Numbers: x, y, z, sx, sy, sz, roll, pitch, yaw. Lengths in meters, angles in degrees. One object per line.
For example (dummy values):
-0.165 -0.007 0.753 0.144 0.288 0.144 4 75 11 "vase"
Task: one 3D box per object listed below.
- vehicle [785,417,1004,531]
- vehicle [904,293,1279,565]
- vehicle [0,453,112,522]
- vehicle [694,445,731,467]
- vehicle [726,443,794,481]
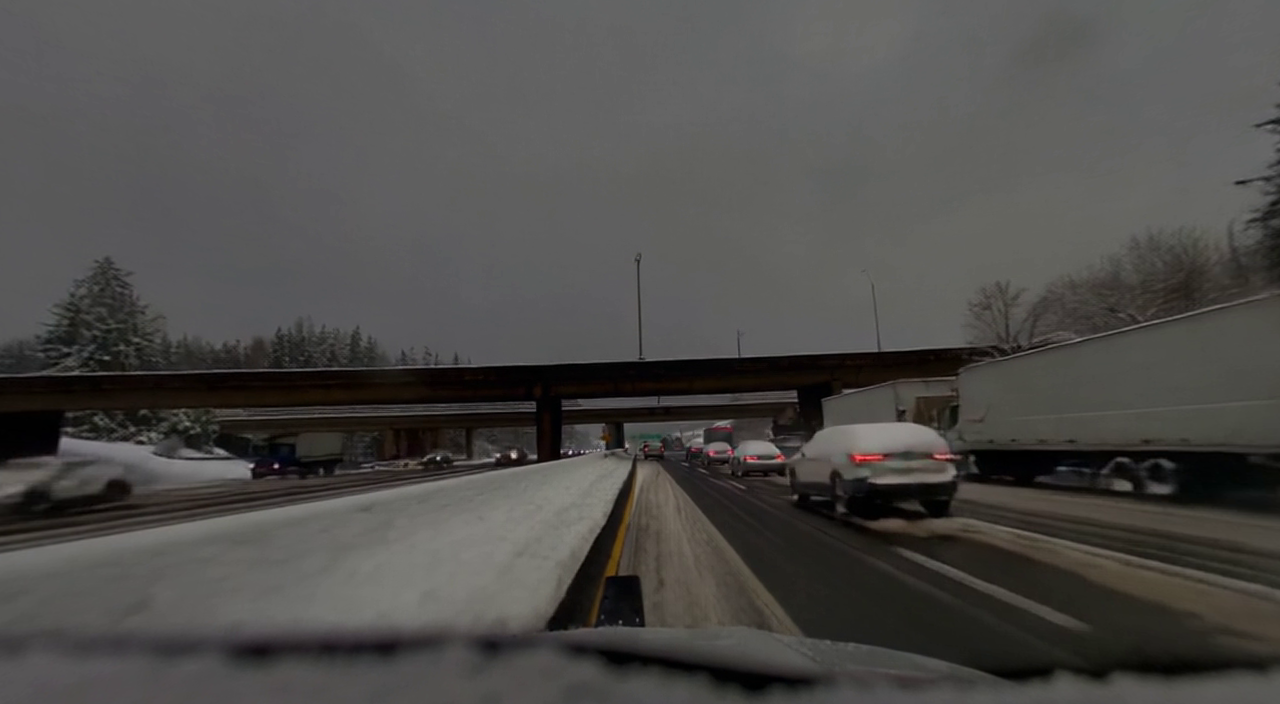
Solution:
4.637 2.303 12.562 2.201 1.804 4.801 0 -9 -2 "vehicle"
8.876 1.607 12.165 2.782 3.144 11.091 0 -8 0 "vehicle"
-15.723 3.286 15.440 1.855 1.550 4.300 0 -8 1 "vehicle"
5.036 7.262 44.148 1.987 1.448 4.356 0 -8 -1 "vehicle"
5.084 4.711 27.470 1.959 1.483 5.135 0 -8 0 "vehicle"
